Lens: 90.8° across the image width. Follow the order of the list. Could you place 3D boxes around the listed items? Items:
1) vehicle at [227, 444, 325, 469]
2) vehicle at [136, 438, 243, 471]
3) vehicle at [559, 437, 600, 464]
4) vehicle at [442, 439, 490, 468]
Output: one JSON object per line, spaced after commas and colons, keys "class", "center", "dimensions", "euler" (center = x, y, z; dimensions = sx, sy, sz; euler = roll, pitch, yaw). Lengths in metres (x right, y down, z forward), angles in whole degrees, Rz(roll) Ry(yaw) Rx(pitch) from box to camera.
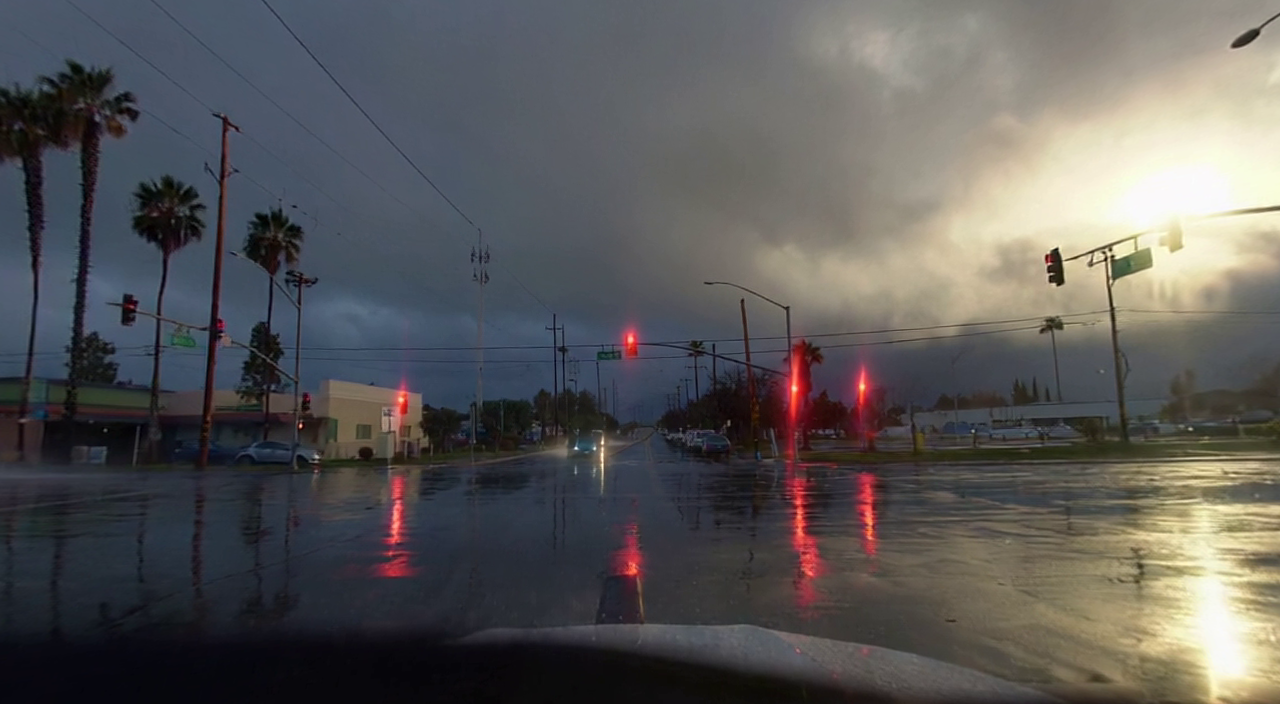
{"class": "vehicle", "center": [-22.303, 6.418, 38.840], "dimensions": [4.849, 1.444, 1.881], "euler": [0, -8, 1]}
{"class": "vehicle", "center": [-25.913, 5.915, 36.456], "dimensions": [4.613, 1.820, 2.021], "euler": [-1, -9, 3]}
{"class": "vehicle", "center": [-3.541, 5.938, 38.115], "dimensions": [2.223, 1.490, 5.094], "euler": [0, -8, -3]}
{"class": "vehicle", "center": [-11.964, 6.988, 43.726], "dimensions": [2.016, 1.717, 4.287], "euler": [-2, -7, 1]}
